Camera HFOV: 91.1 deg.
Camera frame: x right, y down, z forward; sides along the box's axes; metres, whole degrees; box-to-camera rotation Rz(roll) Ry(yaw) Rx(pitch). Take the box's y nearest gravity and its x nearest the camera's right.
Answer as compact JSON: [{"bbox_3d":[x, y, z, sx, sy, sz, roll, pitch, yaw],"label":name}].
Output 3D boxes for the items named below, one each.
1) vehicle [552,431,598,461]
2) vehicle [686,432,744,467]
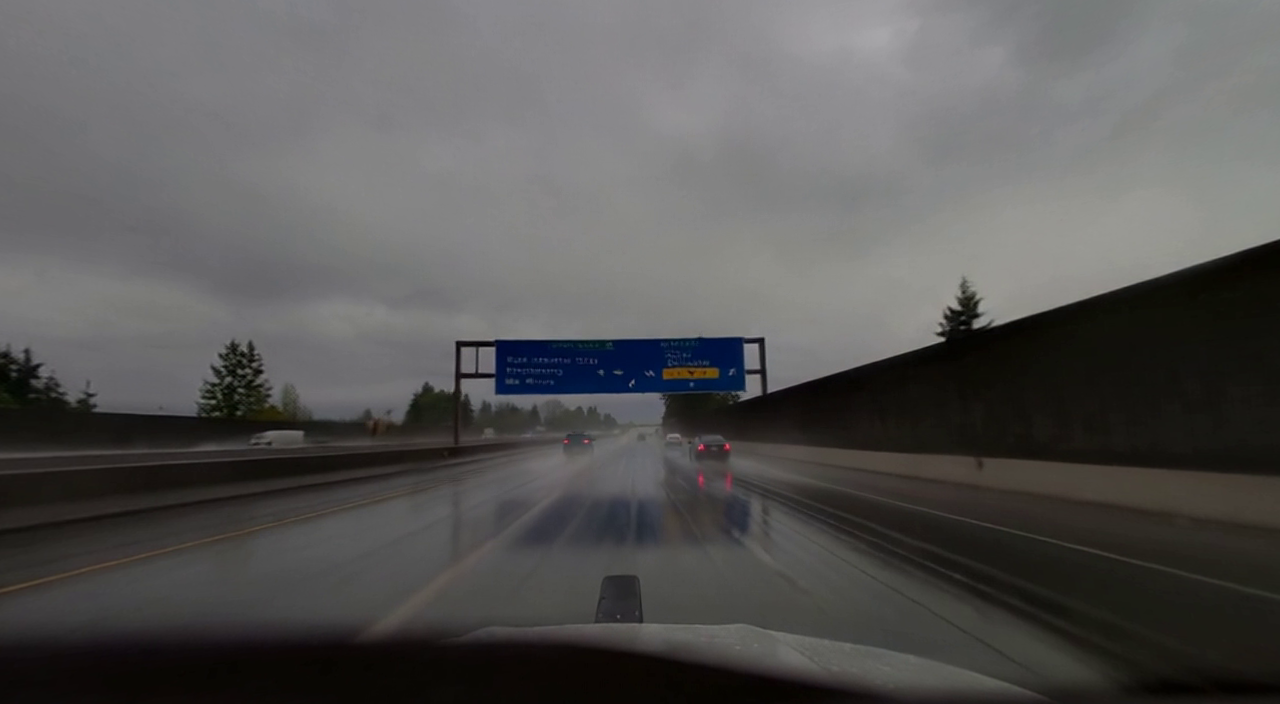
[{"bbox_3d":[-3.755,5.508,37.111,2.219,1.660,4.153,0,-8,0],"label":"vehicle"},{"bbox_3d":[3.438,4.570,29.725,2.077,1.523,4.539,0,-8,-2],"label":"vehicle"}]
